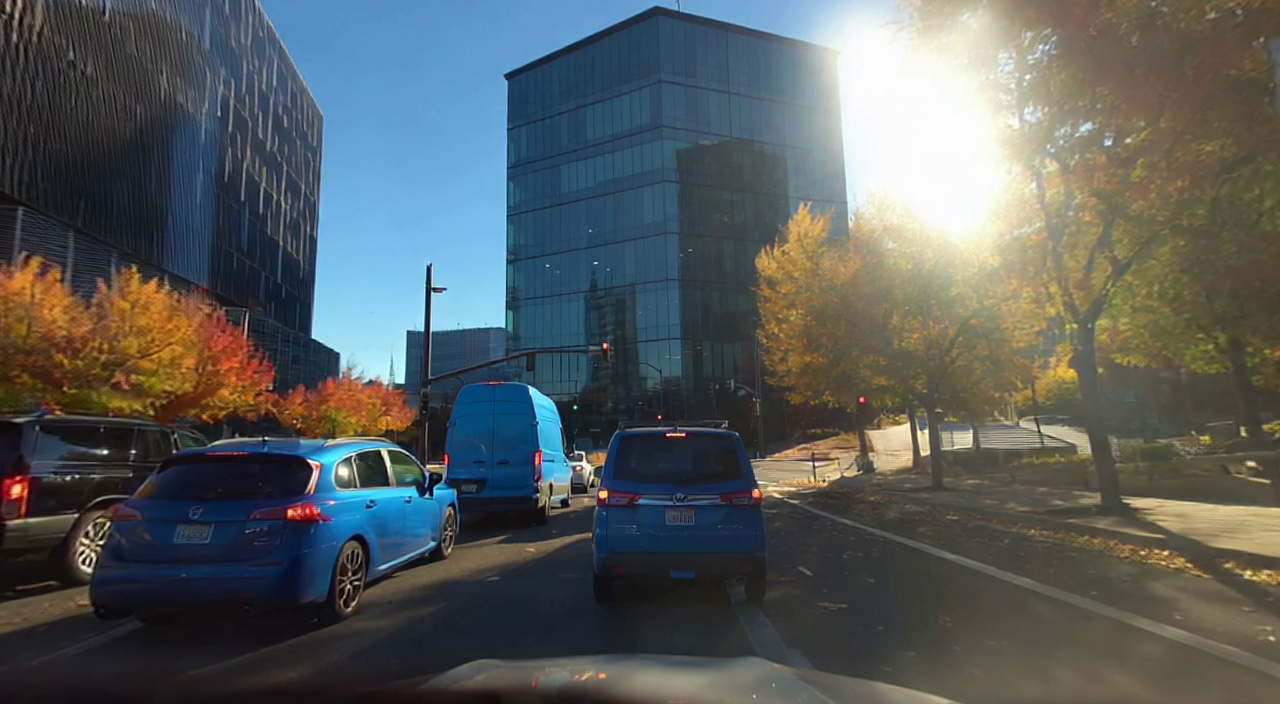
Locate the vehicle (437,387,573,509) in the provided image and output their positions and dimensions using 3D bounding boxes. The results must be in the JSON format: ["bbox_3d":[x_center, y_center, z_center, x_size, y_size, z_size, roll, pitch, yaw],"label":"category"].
[{"bbox_3d":[-3.245,2.537,16.574,2.343,2.635,5.684,0,-9,0],"label":"vehicle"}]

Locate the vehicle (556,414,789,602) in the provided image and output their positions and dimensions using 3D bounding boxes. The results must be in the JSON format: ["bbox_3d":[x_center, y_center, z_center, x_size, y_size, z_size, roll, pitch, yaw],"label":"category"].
[{"bbox_3d":[0.194,1.602,7.205,1.979,1.562,3.630,0,-9,-3],"label":"vehicle"}]

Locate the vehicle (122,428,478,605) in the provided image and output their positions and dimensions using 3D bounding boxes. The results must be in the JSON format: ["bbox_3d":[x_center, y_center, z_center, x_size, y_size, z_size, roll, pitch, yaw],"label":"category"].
[{"bbox_3d":[-3.484,1.754,7.583,1.955,1.499,4.223,0,-9,0],"label":"vehicle"}]

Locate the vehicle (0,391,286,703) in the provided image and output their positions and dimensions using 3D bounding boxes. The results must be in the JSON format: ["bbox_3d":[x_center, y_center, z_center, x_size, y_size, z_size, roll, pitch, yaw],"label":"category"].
[{"bbox_3d":[-2.901,0.818,1.525,1.893,1.491,3.798,0,-9,-1],"label":"vehicle"}]
